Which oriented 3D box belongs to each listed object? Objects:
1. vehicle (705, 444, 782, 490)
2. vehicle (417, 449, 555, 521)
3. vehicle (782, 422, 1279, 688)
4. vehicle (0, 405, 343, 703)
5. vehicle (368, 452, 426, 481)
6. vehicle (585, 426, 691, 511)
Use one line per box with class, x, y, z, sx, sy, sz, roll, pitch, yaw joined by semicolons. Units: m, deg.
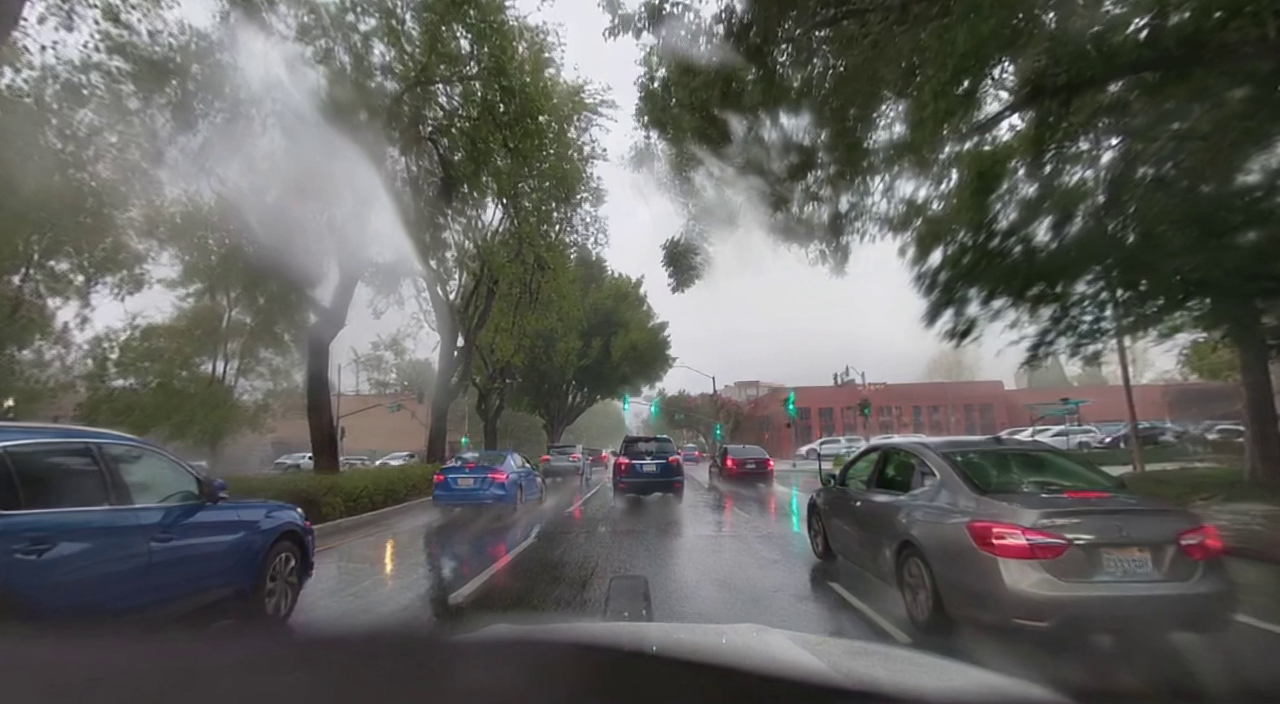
vehicle;3.622;4.094;22.858;2.058;1.472;4.317;0;-8;0
vehicle;-3.337;2.954;14.548;2.115;1.369;3.908;0;-8;2
vehicle;2.893;1.480;5.870;2.052;1.475;4.540;0;-8;0
vehicle;-3.966;1.168;3.869;2.173;1.536;4.285;0;-8;0
vehicle;-15.385;7.222;40.160;1.907;1.681;4.319;0;-8;1
vehicle;-0.024;2.942;16.419;2.361;1.898;4.465;0;-8;0
